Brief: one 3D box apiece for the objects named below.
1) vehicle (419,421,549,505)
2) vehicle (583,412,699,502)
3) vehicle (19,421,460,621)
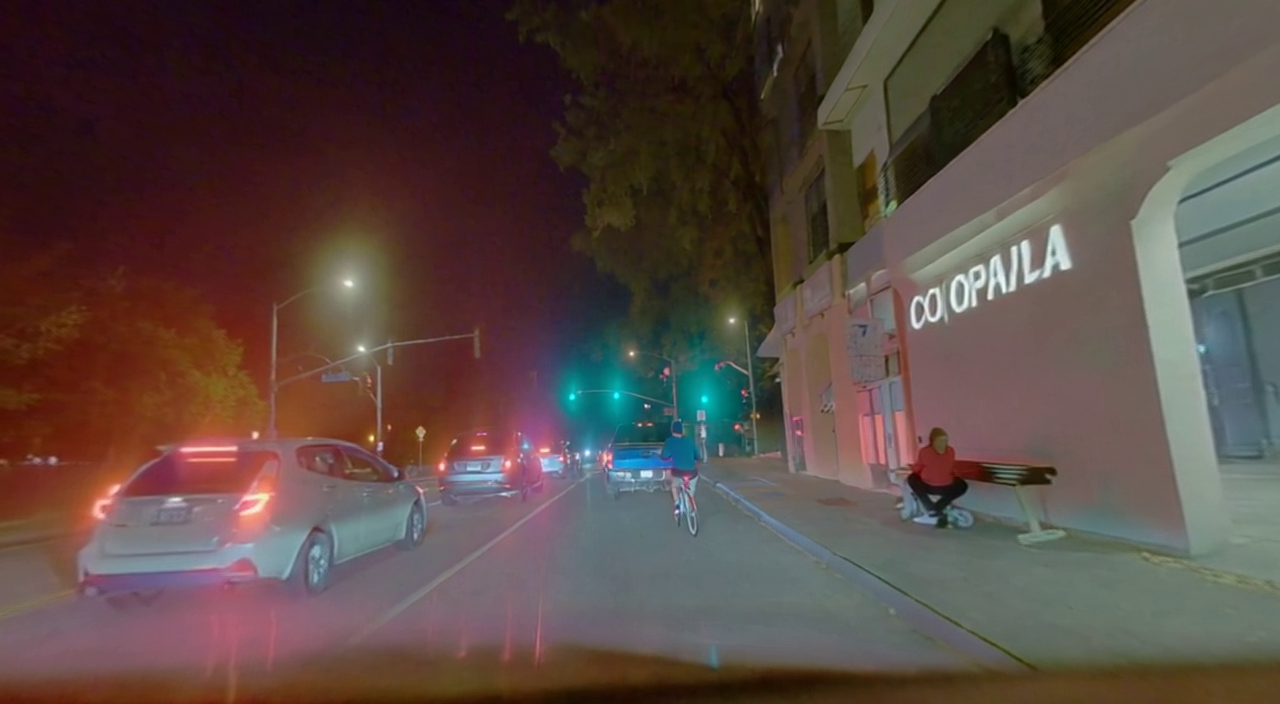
[{"bbox_3d":[-3.634,2.689,15.651,2.046,1.750,4.452,0,-9,0],"label":"vehicle"},{"bbox_3d":[-0.015,2.589,15.882,2.426,1.882,5.027,0,-9,-1],"label":"vehicle"},{"bbox_3d":[-3.614,1.586,6.887,2.064,1.486,4.140,0,-9,0],"label":"vehicle"}]
